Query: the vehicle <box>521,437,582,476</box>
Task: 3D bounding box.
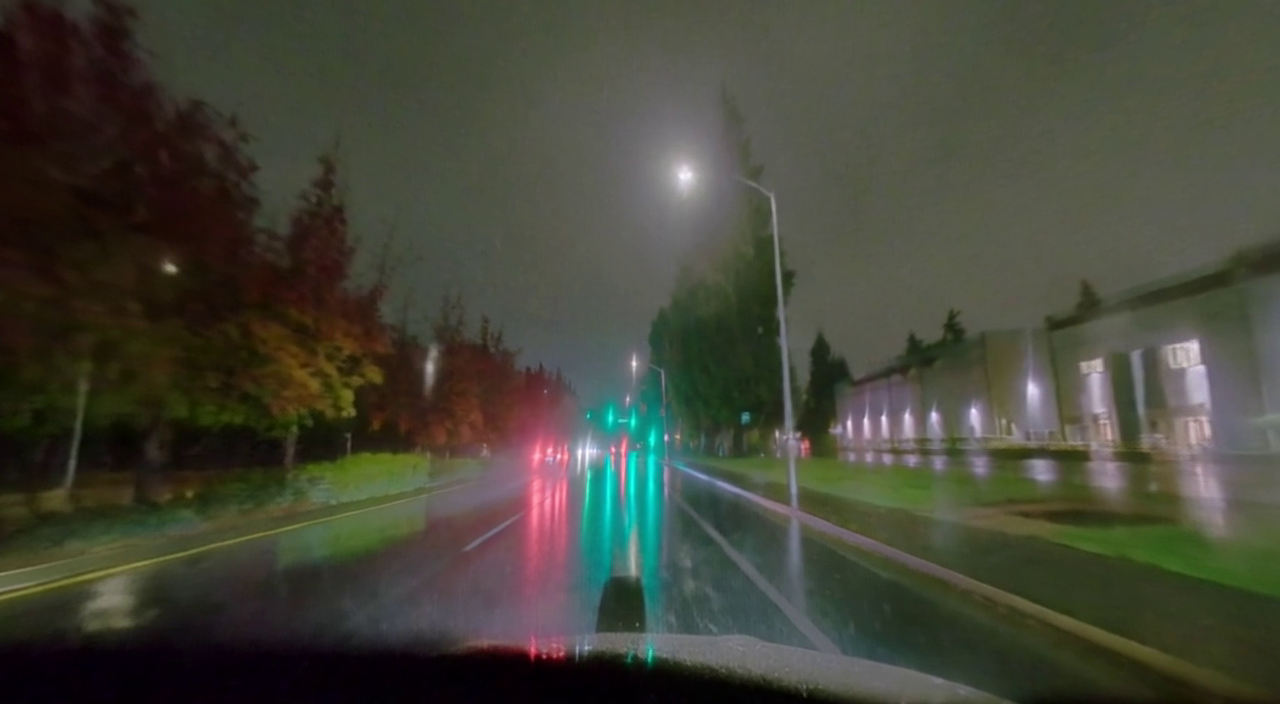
[{"bbox_3d":[-4.117,4.943,30.117,2.202,1.685,4.772,0,-8,0],"label":"vehicle"}]
